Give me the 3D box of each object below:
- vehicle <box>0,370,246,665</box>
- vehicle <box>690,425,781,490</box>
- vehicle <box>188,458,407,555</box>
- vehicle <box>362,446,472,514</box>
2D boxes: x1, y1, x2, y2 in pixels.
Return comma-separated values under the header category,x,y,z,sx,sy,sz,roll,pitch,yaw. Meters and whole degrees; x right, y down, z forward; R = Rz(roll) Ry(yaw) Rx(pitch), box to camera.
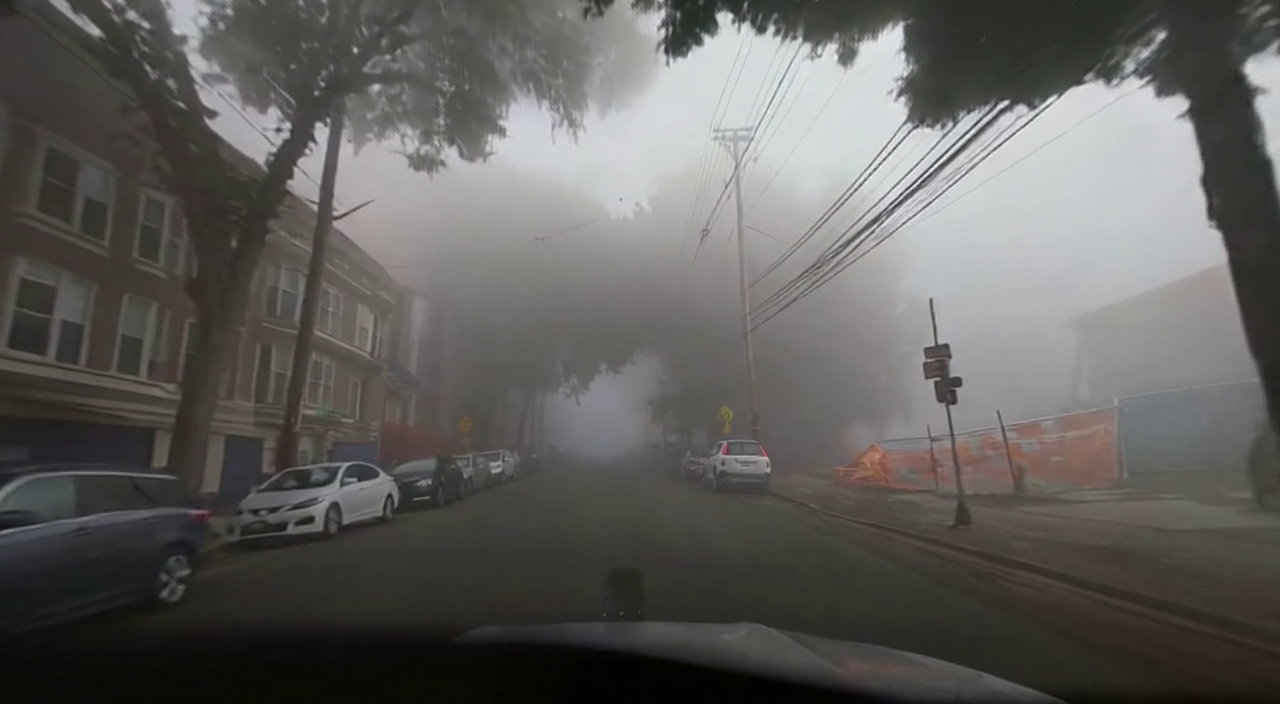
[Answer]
category,x,y,z,sx,sy,sz,roll,pitch,yaw
vehicle,-5.757,1.377,5.649,1.894,2.186,3.901,0,-8,-1
vehicle,3.015,3.613,21.075,1.994,1.857,4.393,1,-13,-5
vehicle,-6.145,2.820,12.082,1.967,1.483,4.347,1,-10,-4
vehicle,-6.248,3.565,18.241,1.996,1.695,4.127,1,-8,-5
